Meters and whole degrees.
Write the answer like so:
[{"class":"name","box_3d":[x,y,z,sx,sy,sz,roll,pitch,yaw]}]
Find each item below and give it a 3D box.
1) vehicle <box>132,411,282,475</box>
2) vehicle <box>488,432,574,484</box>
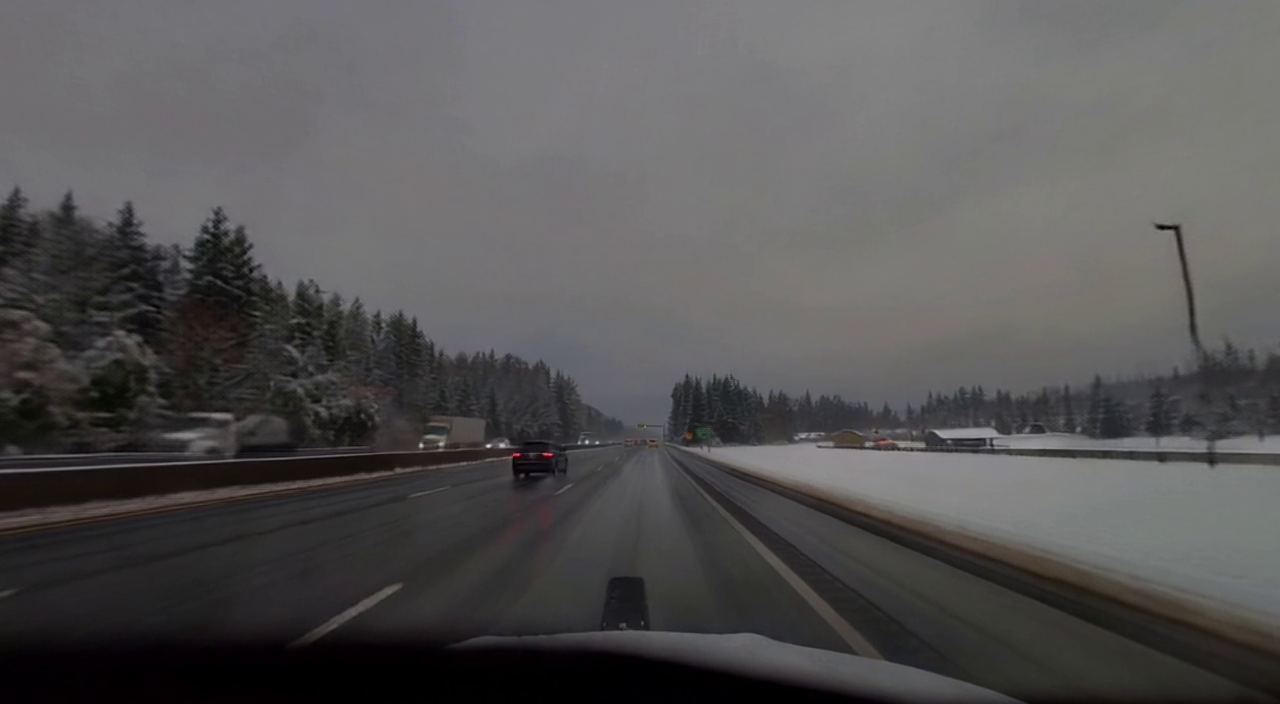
[{"class":"vehicle","box_3d":[-22.573,4.820,33.426,2.594,2.987,7.320,0,-8,1]},{"class":"vehicle","box_3d":[-3.757,3.750,22.536,2.123,1.643,4.479,0,-8,2]}]
